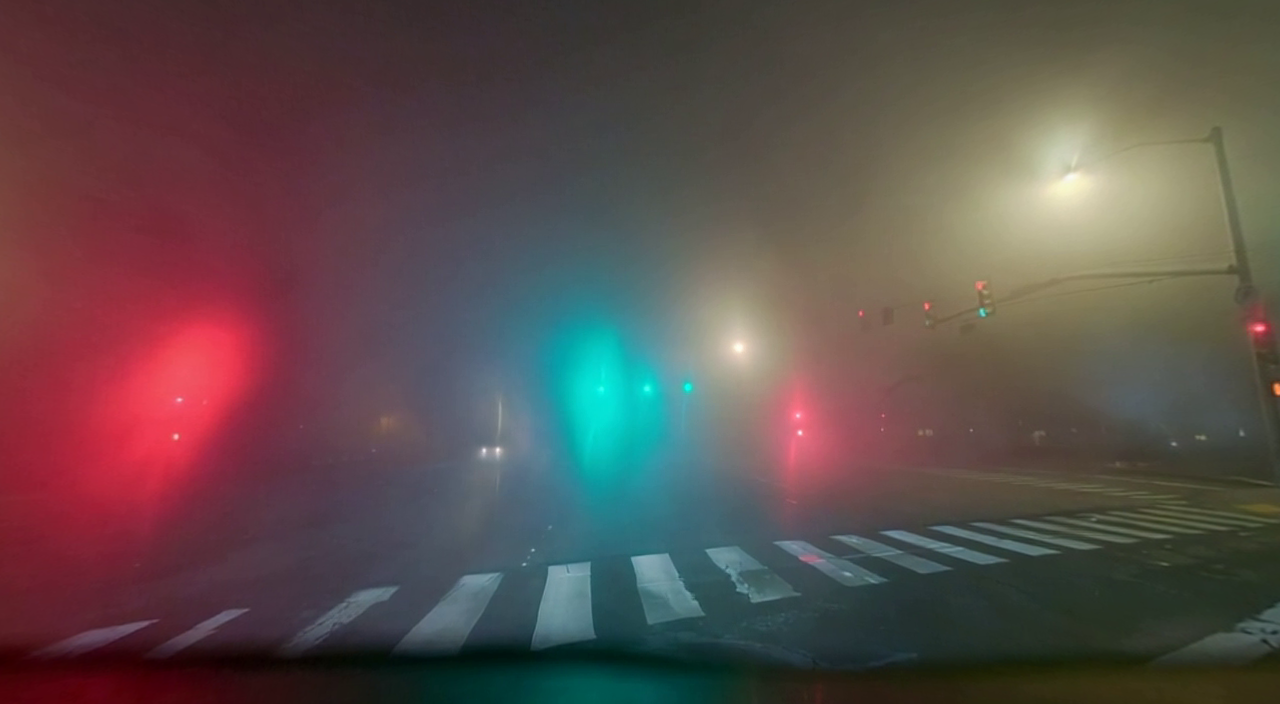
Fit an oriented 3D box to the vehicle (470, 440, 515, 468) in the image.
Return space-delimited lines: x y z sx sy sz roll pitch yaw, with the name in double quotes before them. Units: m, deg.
"vehicle" -9.729 6.750 41.992 1.988 1.692 4.412 0 -8 0
